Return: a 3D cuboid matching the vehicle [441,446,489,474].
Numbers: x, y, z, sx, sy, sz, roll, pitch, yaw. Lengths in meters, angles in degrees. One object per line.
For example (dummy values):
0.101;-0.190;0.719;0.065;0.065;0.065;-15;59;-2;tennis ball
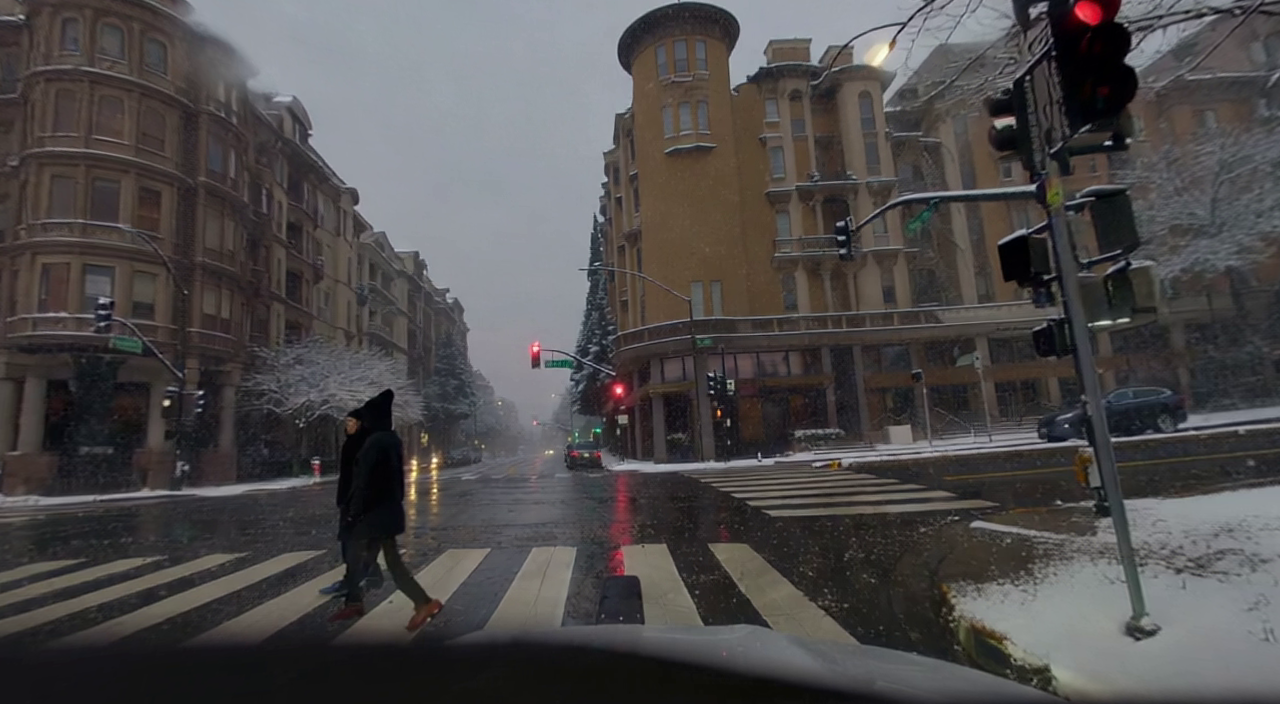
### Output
-10.470;6.460;38.078;2.196;1.503;4.371;1;-8;-8;vehicle
